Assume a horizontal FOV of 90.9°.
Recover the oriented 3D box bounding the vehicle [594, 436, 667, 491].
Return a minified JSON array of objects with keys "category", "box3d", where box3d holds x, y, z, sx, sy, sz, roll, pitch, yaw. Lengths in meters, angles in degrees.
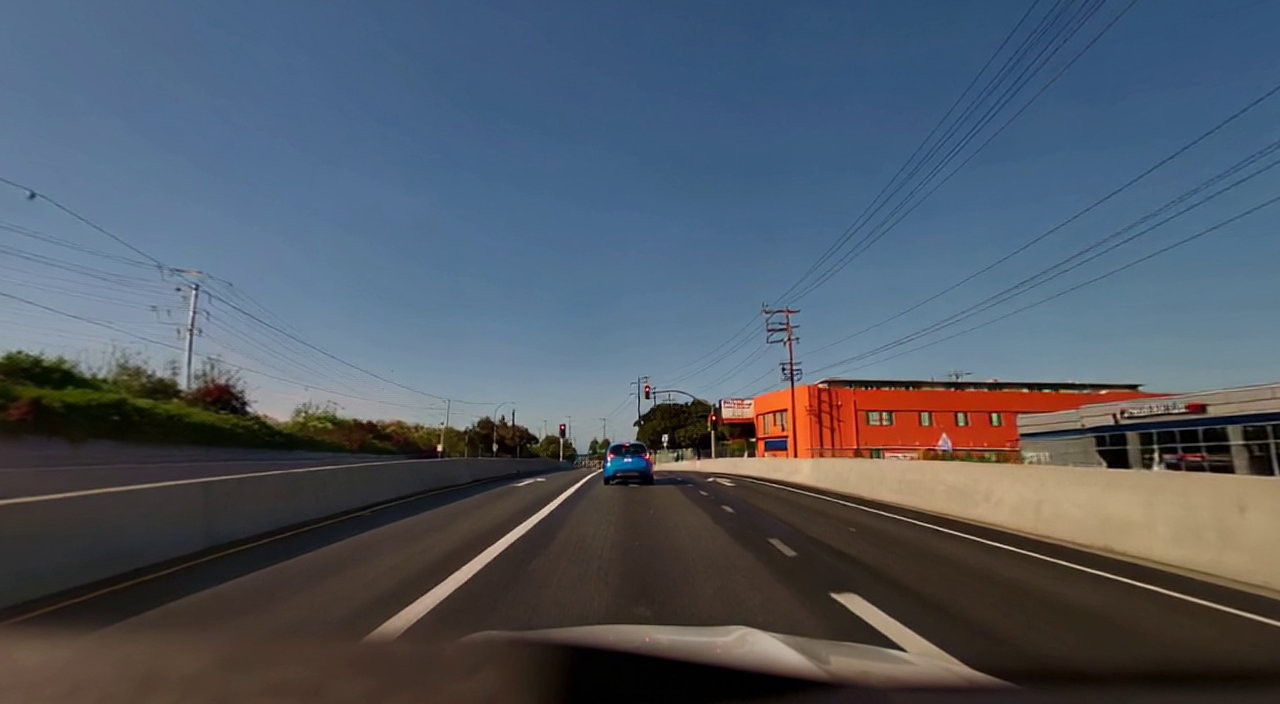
[{"category":"vehicle","box3d":[-0.349,3.475,20.121,2.123,1.566,3.662,0,-8,-2]}]
